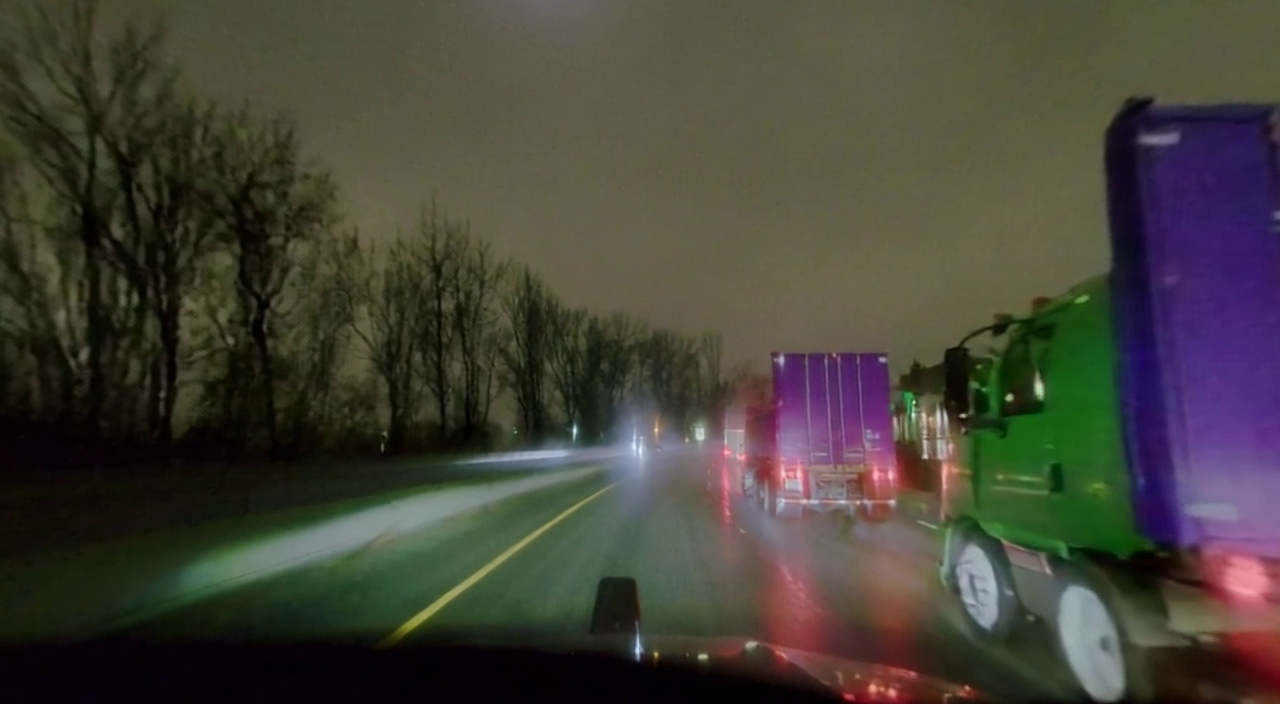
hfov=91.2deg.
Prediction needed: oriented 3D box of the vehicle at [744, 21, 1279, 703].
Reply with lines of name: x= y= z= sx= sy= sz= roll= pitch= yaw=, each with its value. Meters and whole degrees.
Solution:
vehicle: x=4.081 y=1.324 z=9.734 sx=2.916 sy=3.563 sz=14.462 roll=0 pitch=-9 yaw=2
